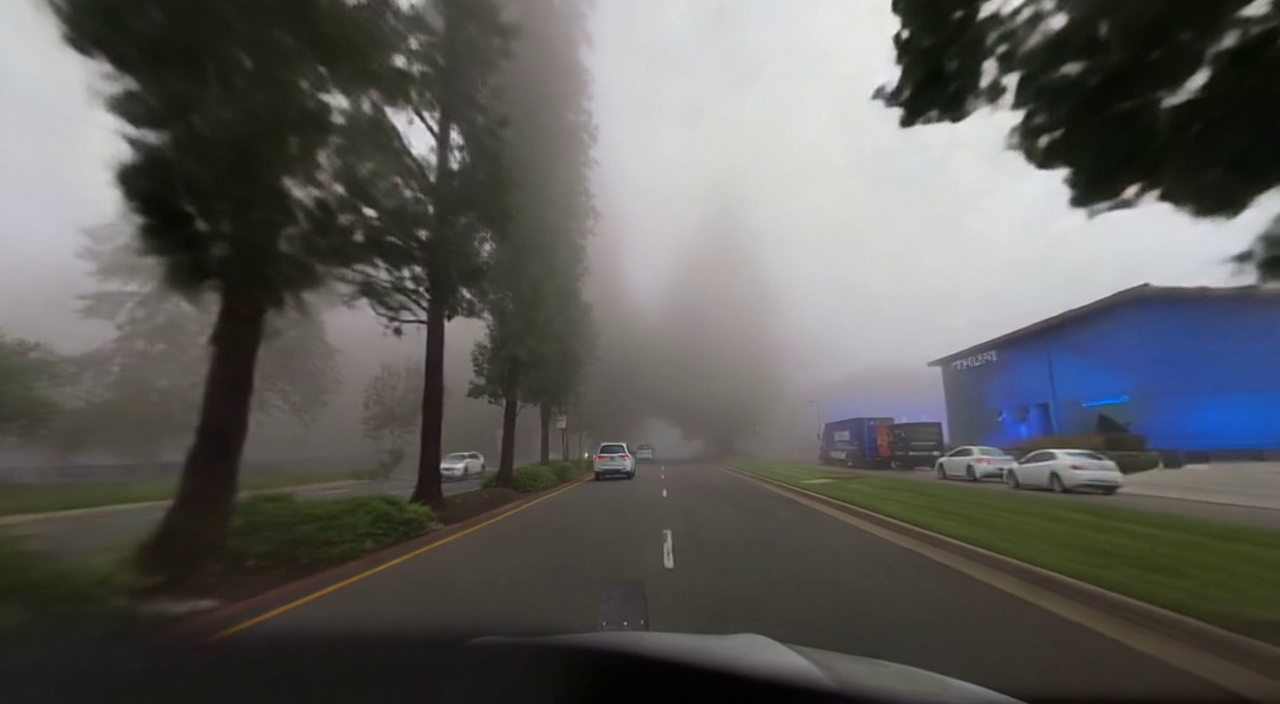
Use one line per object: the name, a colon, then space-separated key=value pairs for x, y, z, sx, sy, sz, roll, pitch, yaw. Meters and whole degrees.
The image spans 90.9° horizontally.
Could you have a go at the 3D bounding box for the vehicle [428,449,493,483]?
vehicle: x=-10.015 y=6.371 z=35.610 sx=1.997 sy=1.775 sz=4.585 roll=-1 pitch=-8 yaw=4

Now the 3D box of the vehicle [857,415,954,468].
vehicle: x=13.565 y=4.661 z=32.892 sx=2.507 sy=2.441 sz=6.959 roll=-1 pitch=-8 yaw=5

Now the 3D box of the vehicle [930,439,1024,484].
vehicle: x=13.482 y=4.364 z=25.485 sx=1.686 sy=1.467 sz=3.955 roll=-5 pitch=-7 yaw=3

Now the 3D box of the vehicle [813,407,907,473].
vehicle: x=14.353 y=5.907 z=42.302 sx=2.794 sy=3.710 sz=10.785 roll=-3 pitch=-8 yaw=3

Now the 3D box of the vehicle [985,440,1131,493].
vehicle: x=13.054 y=3.582 z=20.076 sx=1.852 sy=1.457 sz=4.351 roll=0 pitch=-8 yaw=3

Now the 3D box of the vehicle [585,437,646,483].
vehicle: x=-0.892 y=4.387 z=25.884 sx=2.129 sy=1.713 sz=4.314 roll=0 pitch=-8 yaw=3
